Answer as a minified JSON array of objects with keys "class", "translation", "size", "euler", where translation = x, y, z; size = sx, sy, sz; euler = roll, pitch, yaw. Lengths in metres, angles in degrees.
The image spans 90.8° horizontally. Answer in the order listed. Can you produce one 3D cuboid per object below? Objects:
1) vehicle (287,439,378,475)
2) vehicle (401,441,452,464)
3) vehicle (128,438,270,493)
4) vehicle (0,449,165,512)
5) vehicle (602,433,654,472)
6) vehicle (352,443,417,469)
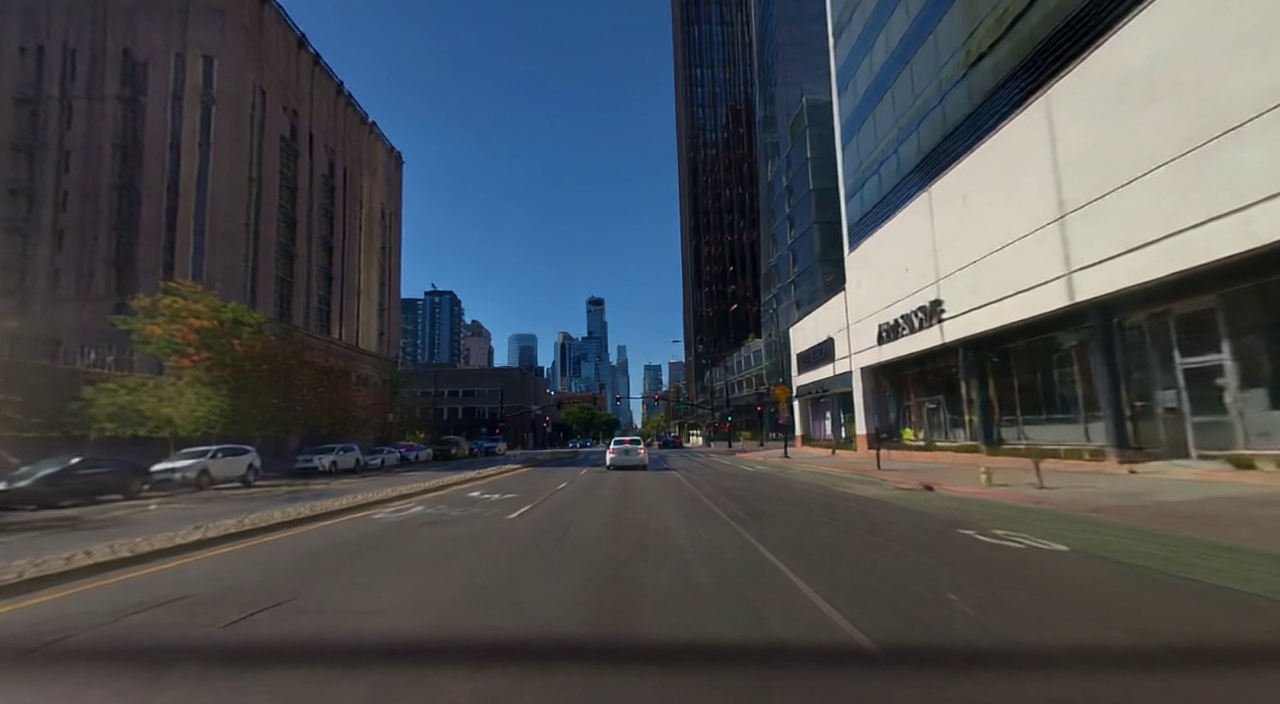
[{"class":"vehicle","translation":[-15.722,5.389,32.631],"size":[2.130,1.692,4.734],"euler":[-1,-9,2]},{"class":"vehicle","translation":[-15.792,7.438,46.961],"size":[2.131,1.560,4.563],"euler":[0,-9,0]},{"class":"vehicle","translation":[-15.679,4.059,22.799],"size":[1.981,1.755,4.113],"euler":[-1,-9,3]},{"class":"vehicle","translation":[-15.560,3.369,17.096],"size":[1.980,1.427,4.449],"euler":[0,-9,-1]},{"class":"vehicle","translation":[-0.468,4.226,26.629],"size":[2.045,1.510,3.690],"euler":[0,-9,0]},{"class":"vehicle","translation":[-15.787,6.442,39.350],"size":[1.931,1.455,5.023],"euler":[0,-9,0]}]
